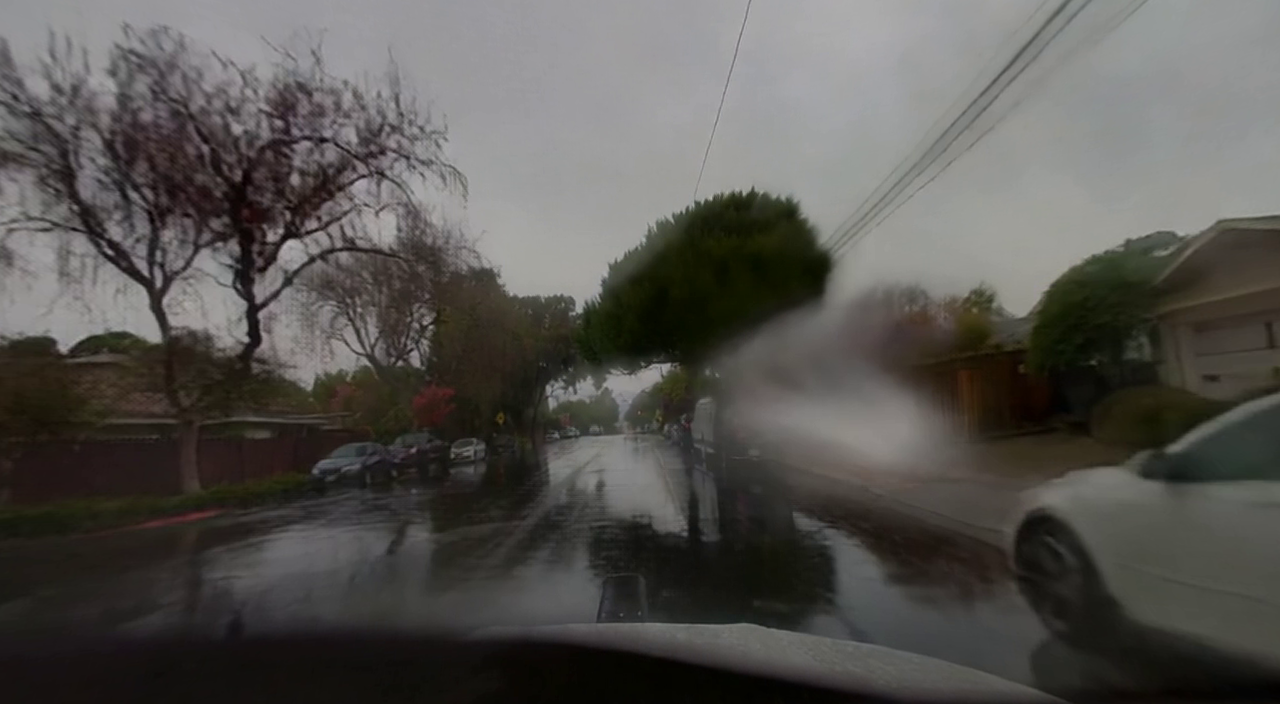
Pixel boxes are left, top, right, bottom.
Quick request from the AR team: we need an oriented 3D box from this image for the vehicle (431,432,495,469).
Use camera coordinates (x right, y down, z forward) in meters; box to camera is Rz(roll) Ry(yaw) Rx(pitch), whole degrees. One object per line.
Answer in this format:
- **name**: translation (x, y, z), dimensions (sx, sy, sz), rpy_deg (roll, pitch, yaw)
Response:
- **vehicle**: translation (-8.399, 4.655, 30.261), dimensions (1.839, 1.384, 4.124), rpy_deg (-7, -7, -2)

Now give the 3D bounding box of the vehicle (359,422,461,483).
- **vehicle**: translation (-8.600, 3.750, 24.115), dimensions (2.163, 1.841, 4.679), rpy_deg (-6, -7, -2)

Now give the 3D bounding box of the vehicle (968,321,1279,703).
- **vehicle**: translation (3.548, 0.677, 2.129), dimensions (2.079, 1.681, 4.933), rpy_deg (0, -8, -2)

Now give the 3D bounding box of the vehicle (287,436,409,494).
- **vehicle**: translation (-8.398, 3.252, 18.614), dimensions (1.821, 1.476, 4.060), rpy_deg (0, -8, -3)

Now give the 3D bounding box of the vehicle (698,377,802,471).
- **vehicle**: translation (3.060, 2.146, 18.493), dimensions (2.233, 2.453, 3.787), rpy_deg (0, -8, -1)
